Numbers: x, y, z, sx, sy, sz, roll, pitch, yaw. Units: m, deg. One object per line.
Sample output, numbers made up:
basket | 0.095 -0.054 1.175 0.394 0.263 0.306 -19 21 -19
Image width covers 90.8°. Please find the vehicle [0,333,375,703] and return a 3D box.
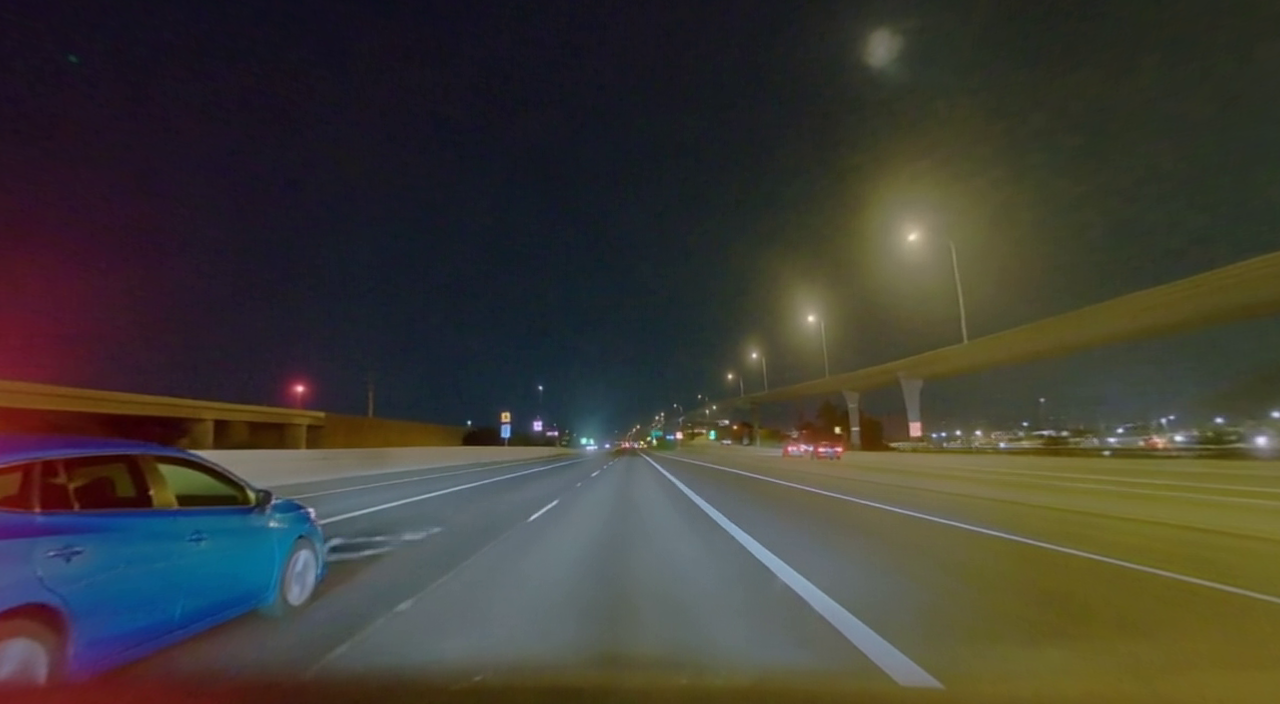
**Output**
vehicle | -3.385 0.947 3.267 2.178 1.699 4.321 0 -8 -1
